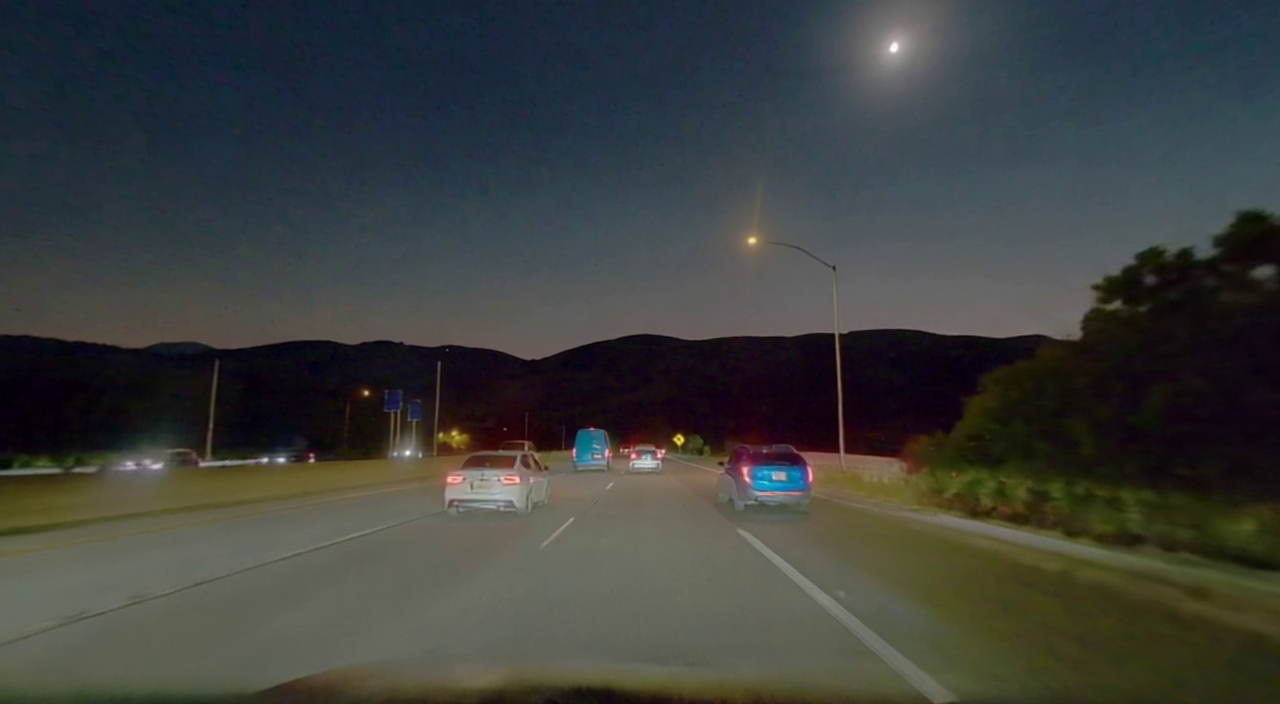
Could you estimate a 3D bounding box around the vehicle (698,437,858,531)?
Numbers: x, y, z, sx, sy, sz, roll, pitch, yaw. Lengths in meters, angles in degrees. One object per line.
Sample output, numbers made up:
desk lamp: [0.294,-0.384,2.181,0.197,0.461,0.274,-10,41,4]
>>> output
vehicle: [2.455,2.478,12.518,2.050,1.491,4.362,0,-8,-2]

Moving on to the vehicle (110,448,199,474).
vehicle: [-34.271,7.676,44.752,1.974,1.677,5.416,0,-9,0]

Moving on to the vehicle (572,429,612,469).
vehicle: [-3.309,6.862,44.733,2.396,2.664,5.735,0,-9,0]

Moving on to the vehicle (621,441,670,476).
vehicle: [0.201,5.527,32.966,2.270,1.660,4.101,0,-8,-4]

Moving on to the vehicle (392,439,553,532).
vehicle: [-3.072,2.533,12.622,1.990,1.501,4.250,0,-8,1]
